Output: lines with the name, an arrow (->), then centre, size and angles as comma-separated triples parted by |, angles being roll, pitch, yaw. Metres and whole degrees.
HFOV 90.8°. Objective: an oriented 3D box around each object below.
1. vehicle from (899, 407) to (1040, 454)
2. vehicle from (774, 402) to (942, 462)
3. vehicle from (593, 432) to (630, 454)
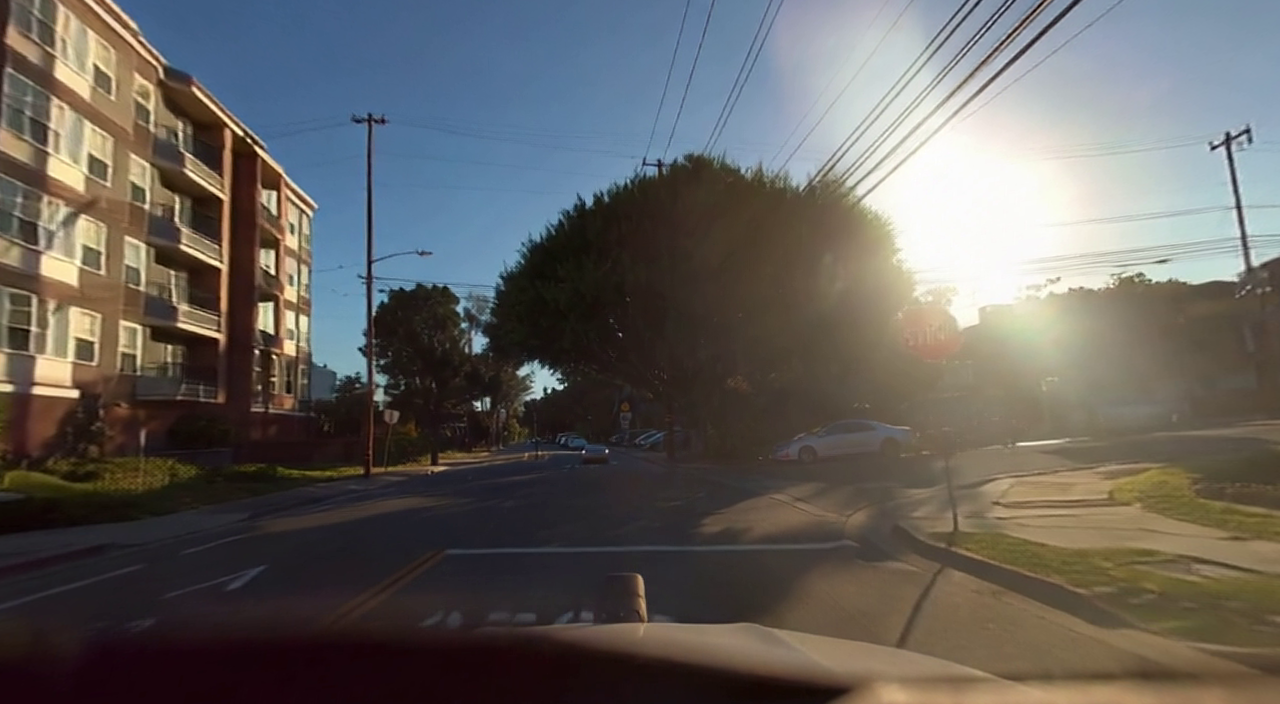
vehicle -> 13.453, 3.241, 25.900 | 4.830, 1.490, 1.878 | -2, -10, -11
vehicle -> 7.158, 2.726, 21.217 | 4.790, 1.872, 2.155 | 0, -10, 1
vehicle -> -2.055, 6.348, 43.976 | 1.918, 1.475, 4.060 | 1, -9, -12
